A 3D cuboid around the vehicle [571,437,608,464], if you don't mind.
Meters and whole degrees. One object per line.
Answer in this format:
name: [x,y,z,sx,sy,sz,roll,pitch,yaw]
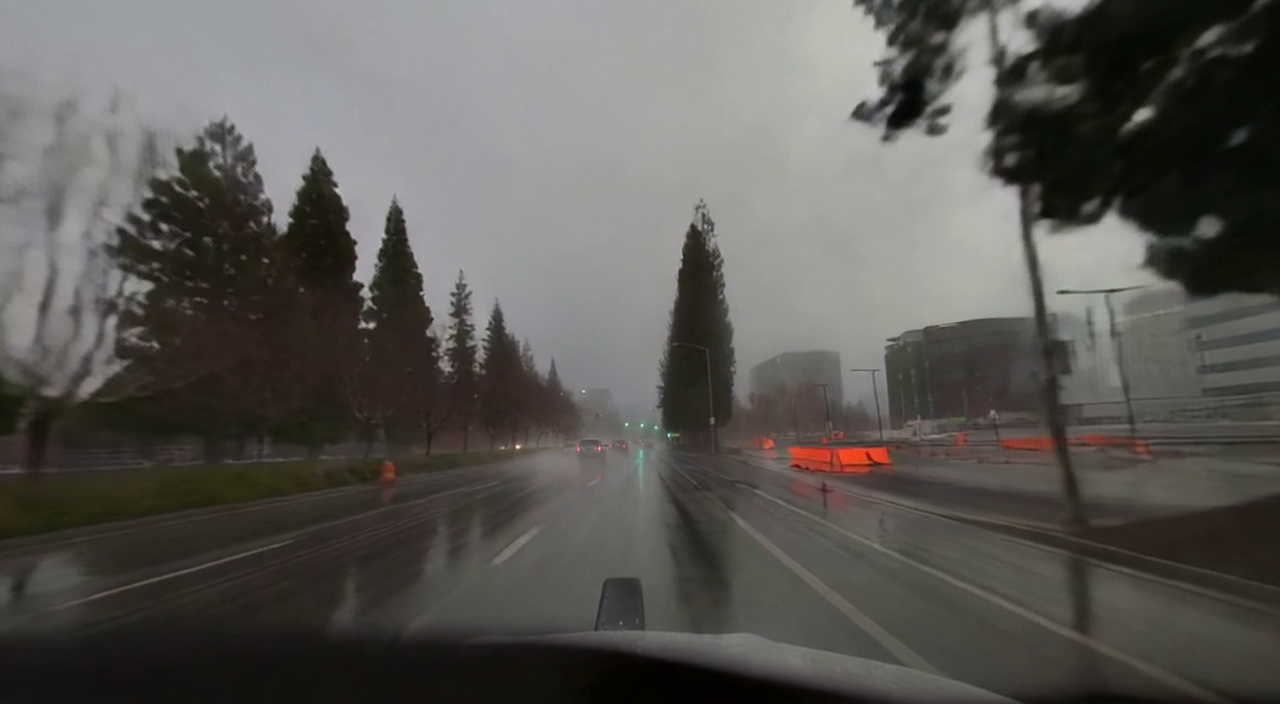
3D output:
vehicle: [-3.345,6.641,42.687,2.121,1.654,3.993,0,-8,0]
